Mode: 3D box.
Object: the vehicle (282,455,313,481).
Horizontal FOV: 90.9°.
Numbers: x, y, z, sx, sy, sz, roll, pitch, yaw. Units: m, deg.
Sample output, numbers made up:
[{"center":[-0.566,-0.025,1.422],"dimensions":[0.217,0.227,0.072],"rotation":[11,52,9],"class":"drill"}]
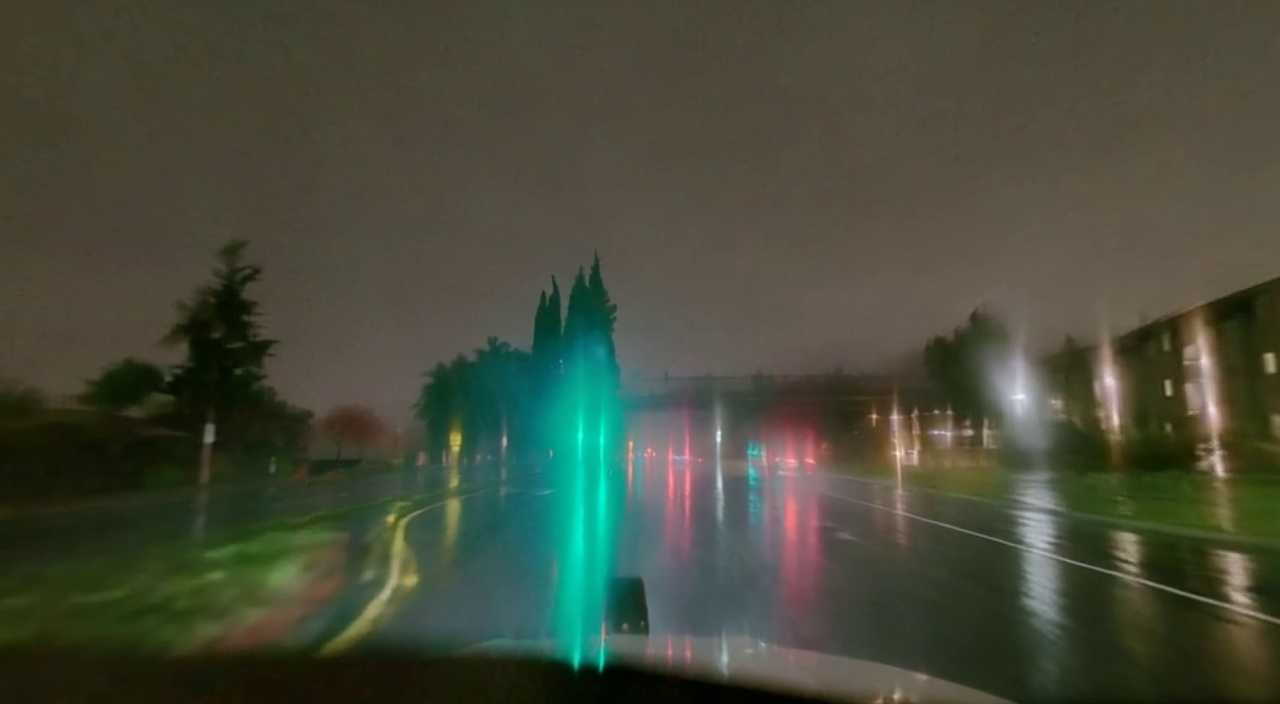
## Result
[{"center":[-25.701,8.681,47.426],"dimensions":[1.847,1.698,4.345],"rotation":[4,-9,-27],"class":"vehicle"}]
